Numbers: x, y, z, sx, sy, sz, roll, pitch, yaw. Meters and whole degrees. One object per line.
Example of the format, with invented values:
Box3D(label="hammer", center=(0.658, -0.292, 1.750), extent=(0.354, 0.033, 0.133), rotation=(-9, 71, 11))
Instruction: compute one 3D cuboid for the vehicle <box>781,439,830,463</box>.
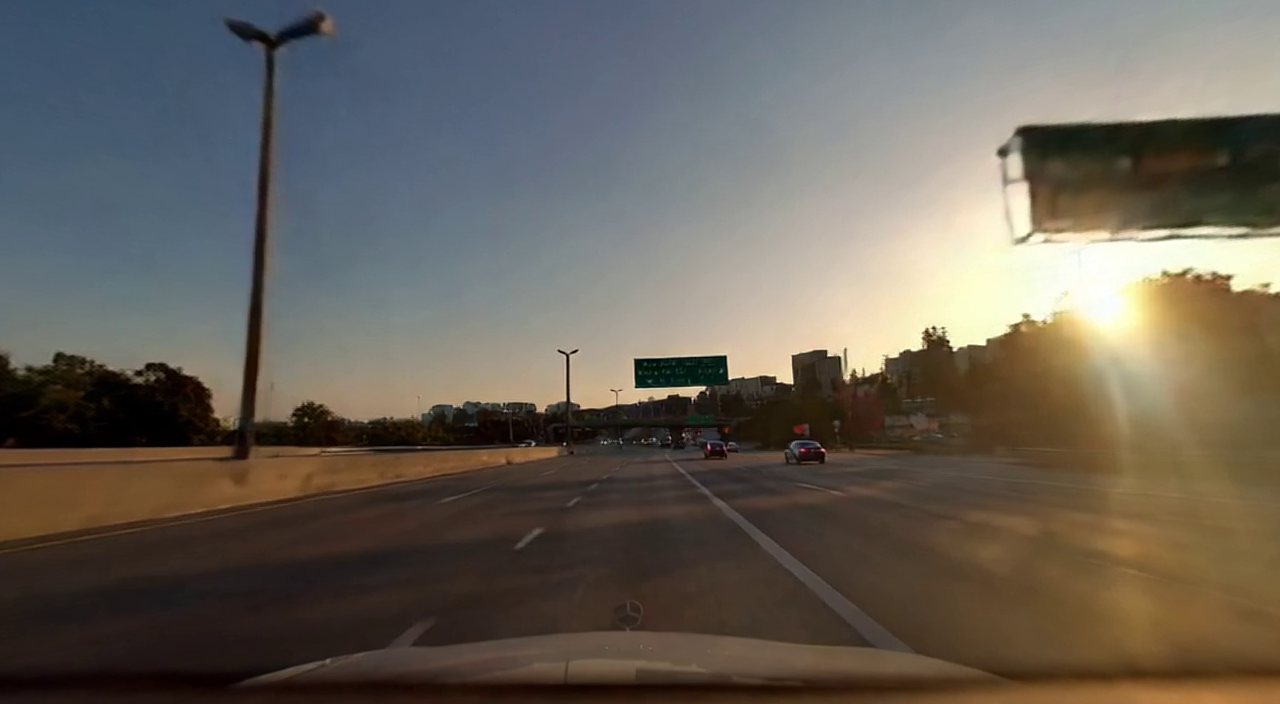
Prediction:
Box3D(label="vehicle", center=(10.845, 6.500, 41.589), extent=(2.000, 1.514, 4.585), rotation=(0, -8, 0))
